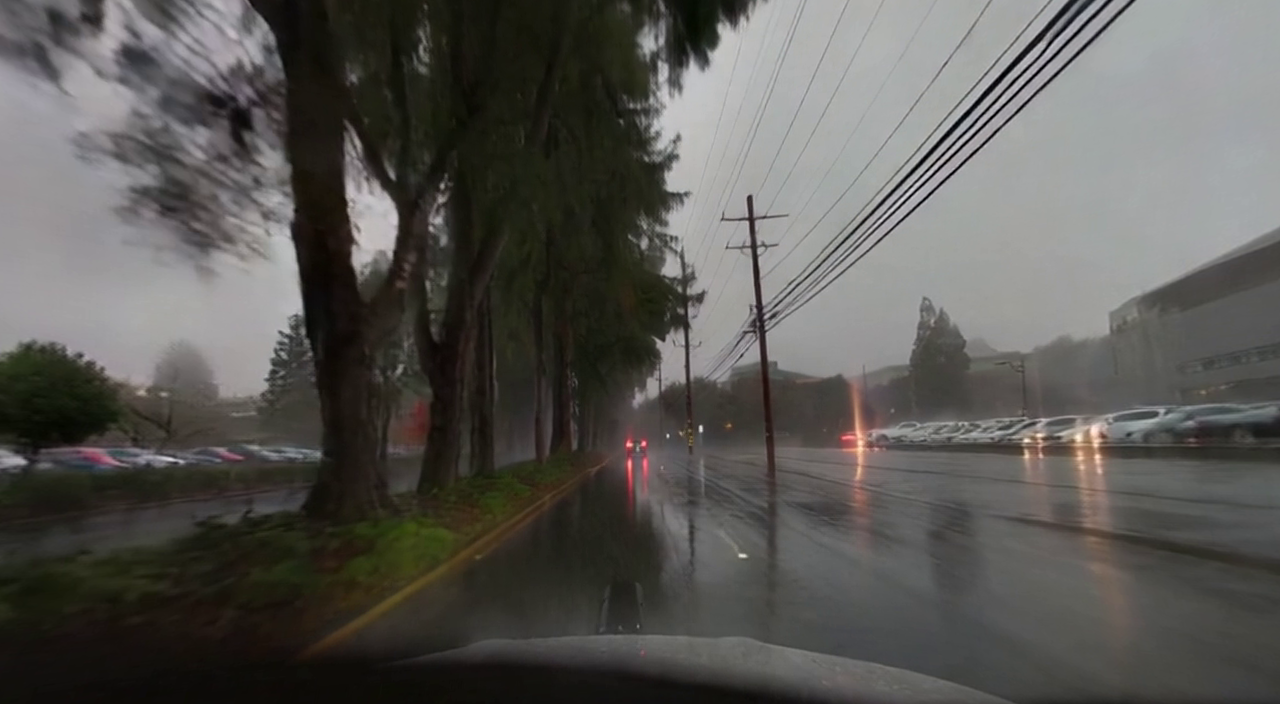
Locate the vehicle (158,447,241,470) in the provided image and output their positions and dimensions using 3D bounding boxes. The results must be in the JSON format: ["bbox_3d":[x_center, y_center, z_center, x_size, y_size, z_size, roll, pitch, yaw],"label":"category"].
[{"bbox_3d":[-34.040,8.208,48.916,4.662,1.660,2.312,0,-8,-2],"label":"vehicle"}]

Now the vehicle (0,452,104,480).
[{"bbox_3d":[-33.718,6.481,35.919,4.557,1.493,2.049,0,-8,0],"label":"vehicle"}]
